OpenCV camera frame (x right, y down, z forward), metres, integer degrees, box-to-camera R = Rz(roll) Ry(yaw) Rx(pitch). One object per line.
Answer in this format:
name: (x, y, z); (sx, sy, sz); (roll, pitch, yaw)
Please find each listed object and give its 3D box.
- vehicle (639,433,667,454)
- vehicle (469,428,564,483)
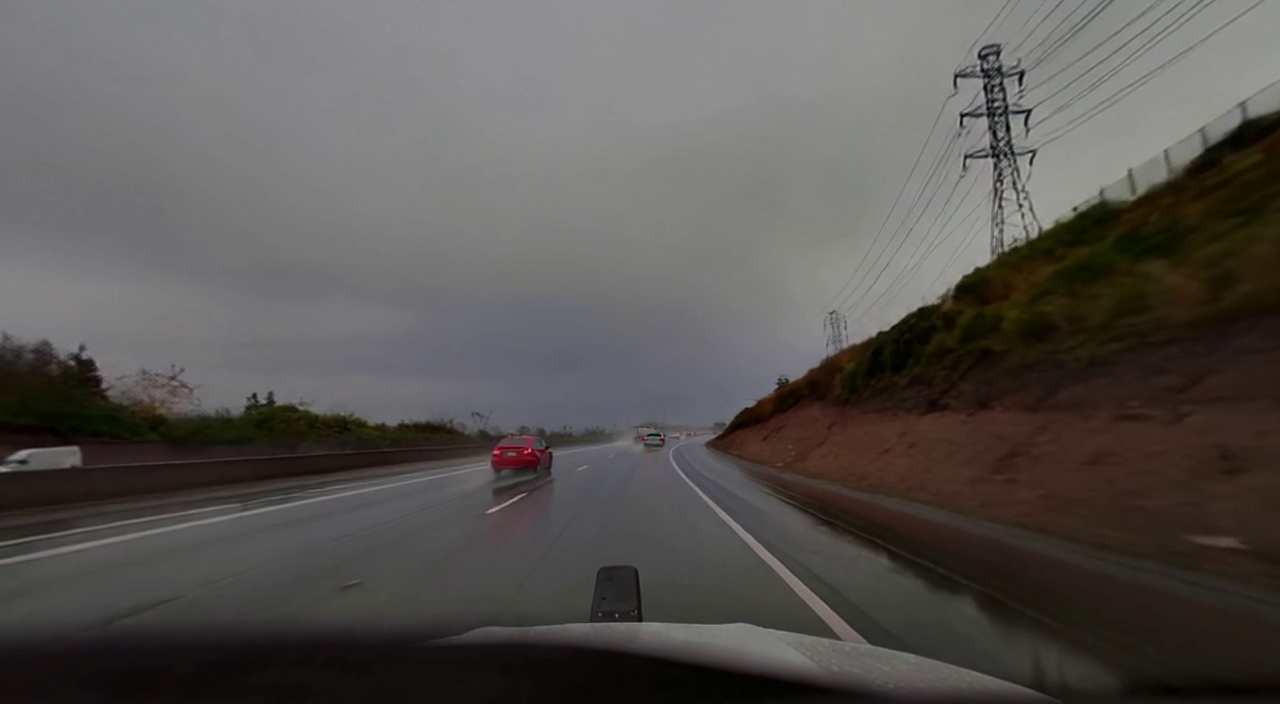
vehicle: (1.031, 6.910, 47.480); (2.077, 1.523, 4.206); (0, -8, 3)
vehicle: (-3.750, 3.212, 19.891); (2.030, 1.522, 4.250); (0, -8, 1)
